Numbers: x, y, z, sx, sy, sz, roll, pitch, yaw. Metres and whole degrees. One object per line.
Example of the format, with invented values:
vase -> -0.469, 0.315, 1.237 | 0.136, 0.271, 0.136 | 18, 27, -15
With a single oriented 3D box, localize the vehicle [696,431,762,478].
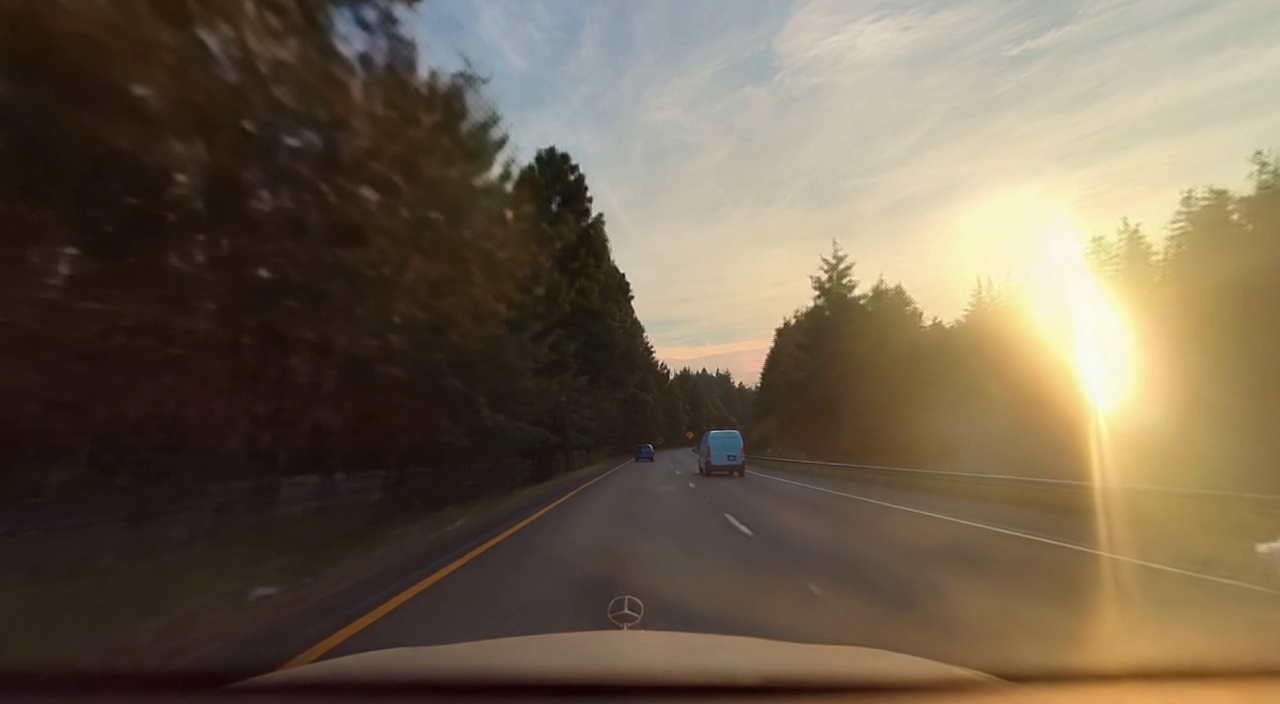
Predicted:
vehicle -> 4.131, 4.899, 30.281 | 2.371, 2.045, 4.768 | 0, -9, -1

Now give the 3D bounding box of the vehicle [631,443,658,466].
vehicle -> 0.372, 8.096, 49.965 | 2.087, 1.707, 4.316 | 0, -9, 1
